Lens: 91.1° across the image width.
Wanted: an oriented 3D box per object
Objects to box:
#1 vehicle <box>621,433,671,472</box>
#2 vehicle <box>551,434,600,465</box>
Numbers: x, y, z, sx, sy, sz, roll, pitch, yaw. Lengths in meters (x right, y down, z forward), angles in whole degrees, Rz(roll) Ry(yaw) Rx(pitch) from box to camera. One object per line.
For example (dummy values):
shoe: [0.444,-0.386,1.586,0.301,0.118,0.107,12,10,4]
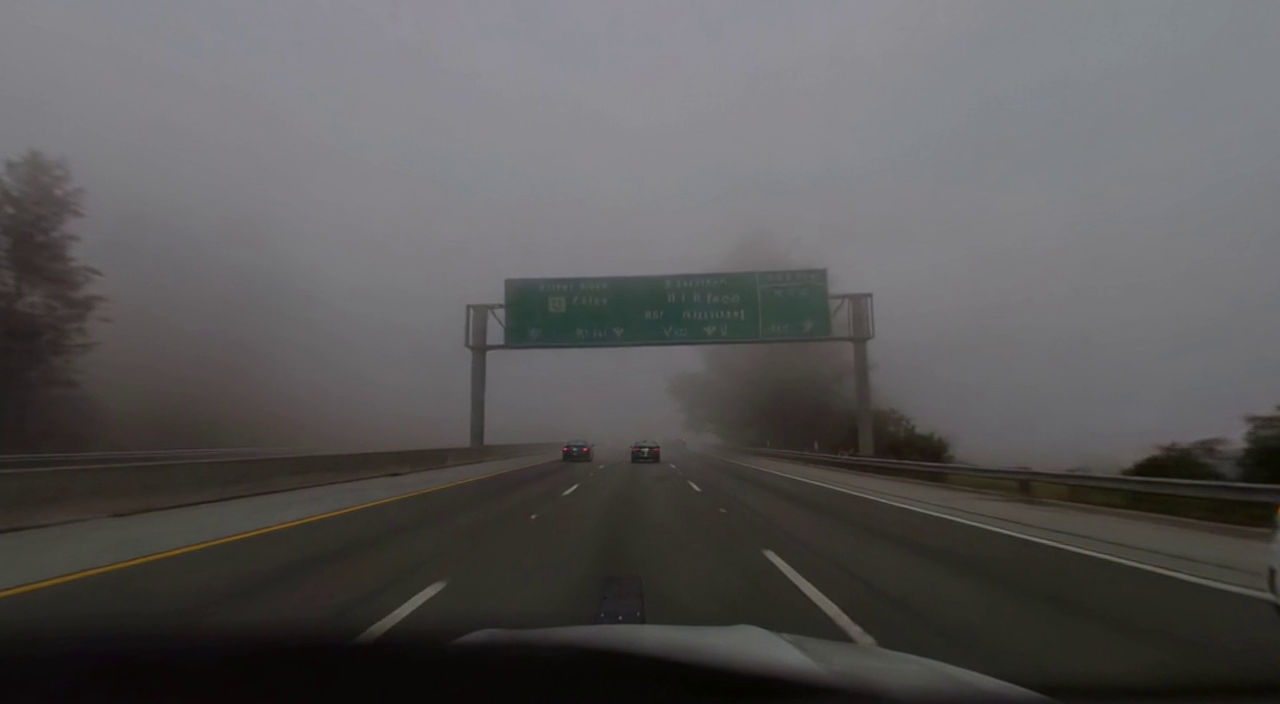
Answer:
vehicle: [0.246,4.333,27.298,2.049,1.542,3.816,0,-8,0]
vehicle: [-3.432,5.291,34.178,2.066,1.561,4.495,0,-8,1]
